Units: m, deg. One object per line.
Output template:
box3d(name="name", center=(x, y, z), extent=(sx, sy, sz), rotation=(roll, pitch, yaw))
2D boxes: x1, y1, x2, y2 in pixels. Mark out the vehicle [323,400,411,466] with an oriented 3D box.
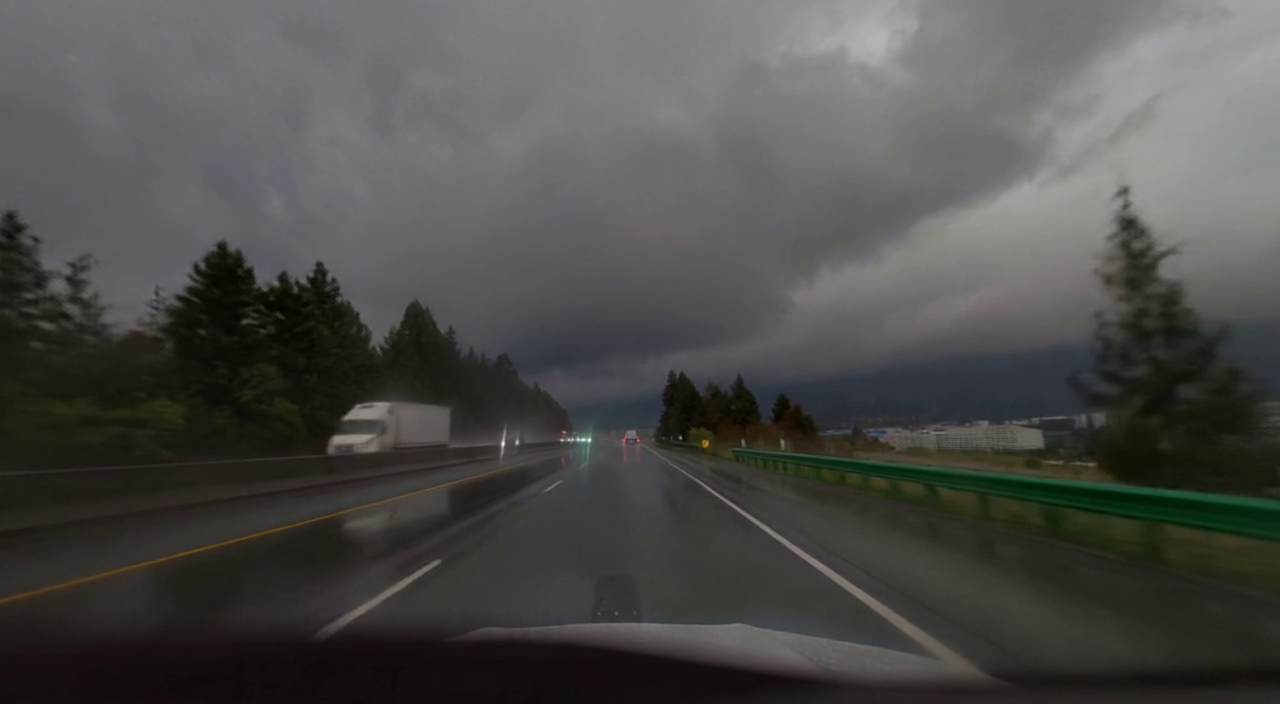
box3d(name="vehicle", center=(-17.513, 5.260, 40.927), extent=(3.002, 3.931, 5.809), rotation=(0, -8, 0))
